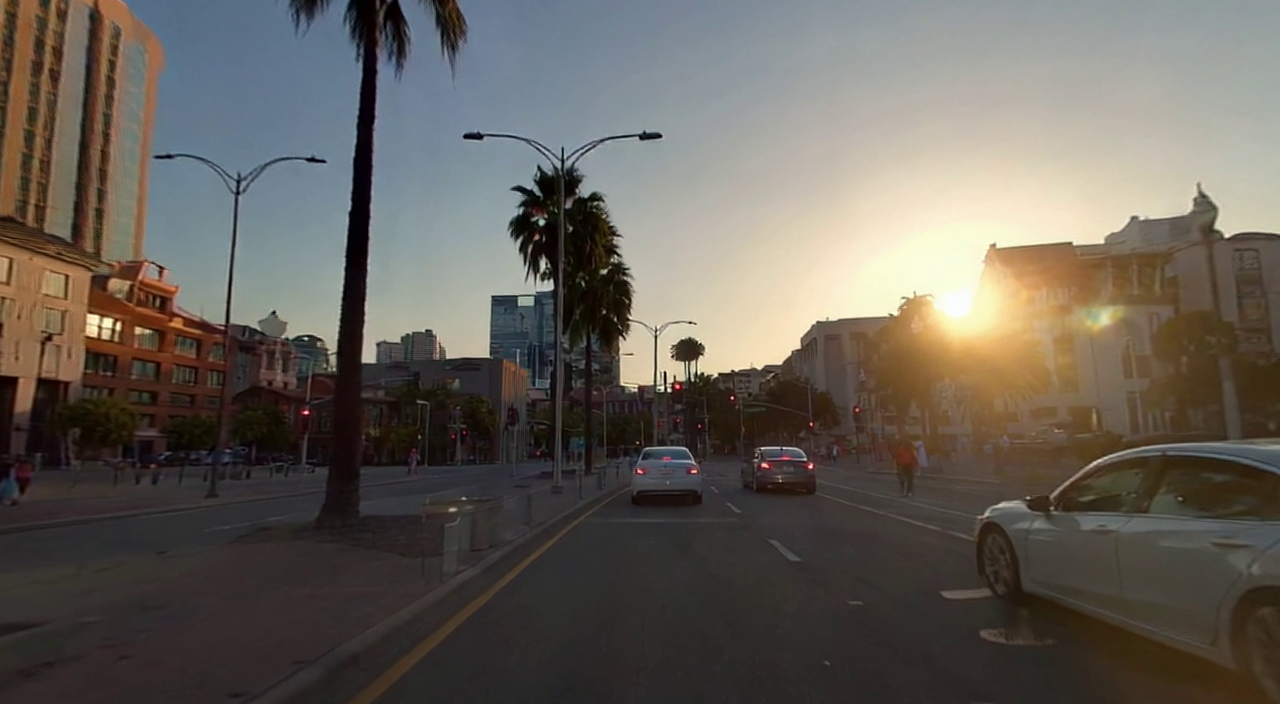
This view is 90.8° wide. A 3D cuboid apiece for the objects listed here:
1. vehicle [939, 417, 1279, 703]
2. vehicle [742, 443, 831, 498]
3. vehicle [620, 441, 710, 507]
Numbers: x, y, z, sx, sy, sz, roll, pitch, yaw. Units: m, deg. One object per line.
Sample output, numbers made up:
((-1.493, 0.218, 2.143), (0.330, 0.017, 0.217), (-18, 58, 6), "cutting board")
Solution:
((3.887, 1.203, 3.983), (1.913, 1.469, 4.425), (-1, -9, 2), "vehicle")
((4.341, 3.556, 19.396), (1.920, 1.490, 4.417), (-1, -9, 4), "vehicle")
((0.702, 3.129, 16.604), (2.078, 1.503, 3.681), (-1, -9, 4), "vehicle")
